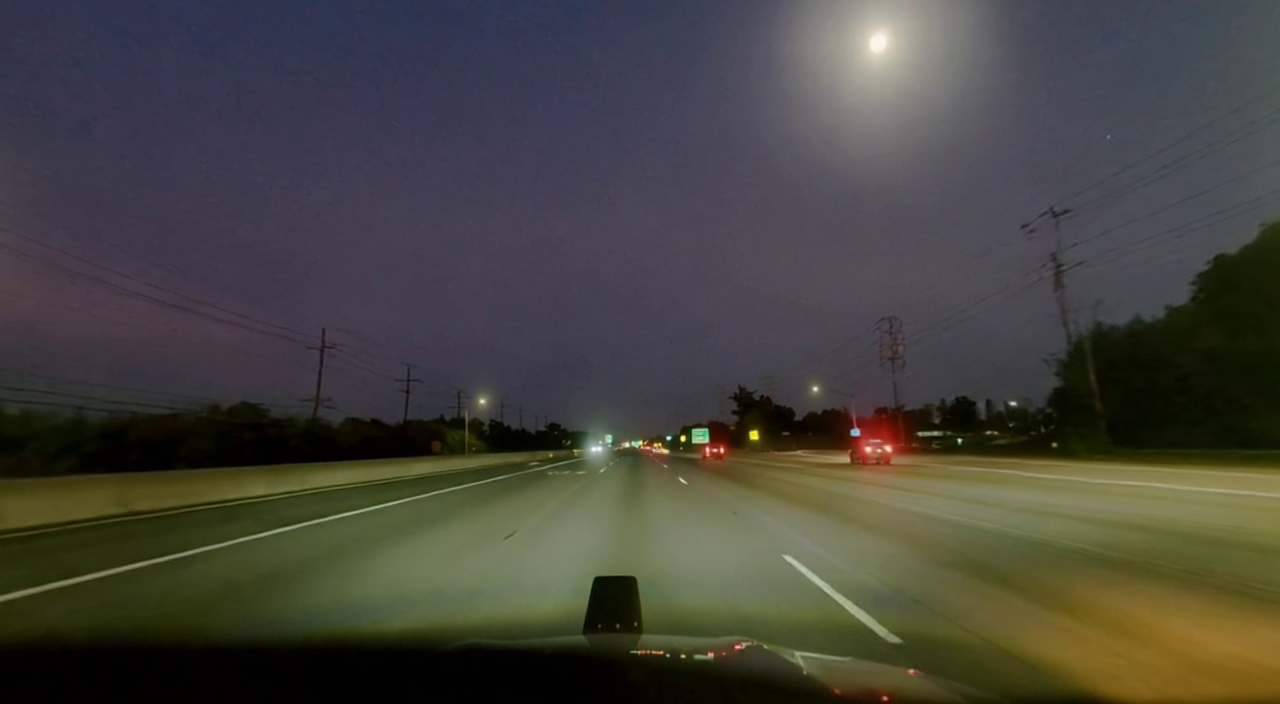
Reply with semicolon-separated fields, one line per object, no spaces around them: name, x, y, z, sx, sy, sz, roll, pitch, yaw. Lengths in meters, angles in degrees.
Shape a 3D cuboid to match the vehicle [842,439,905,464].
vehicle;14.566;6.226;39.513;2.089;1.484;4.573;0;-8;-1
